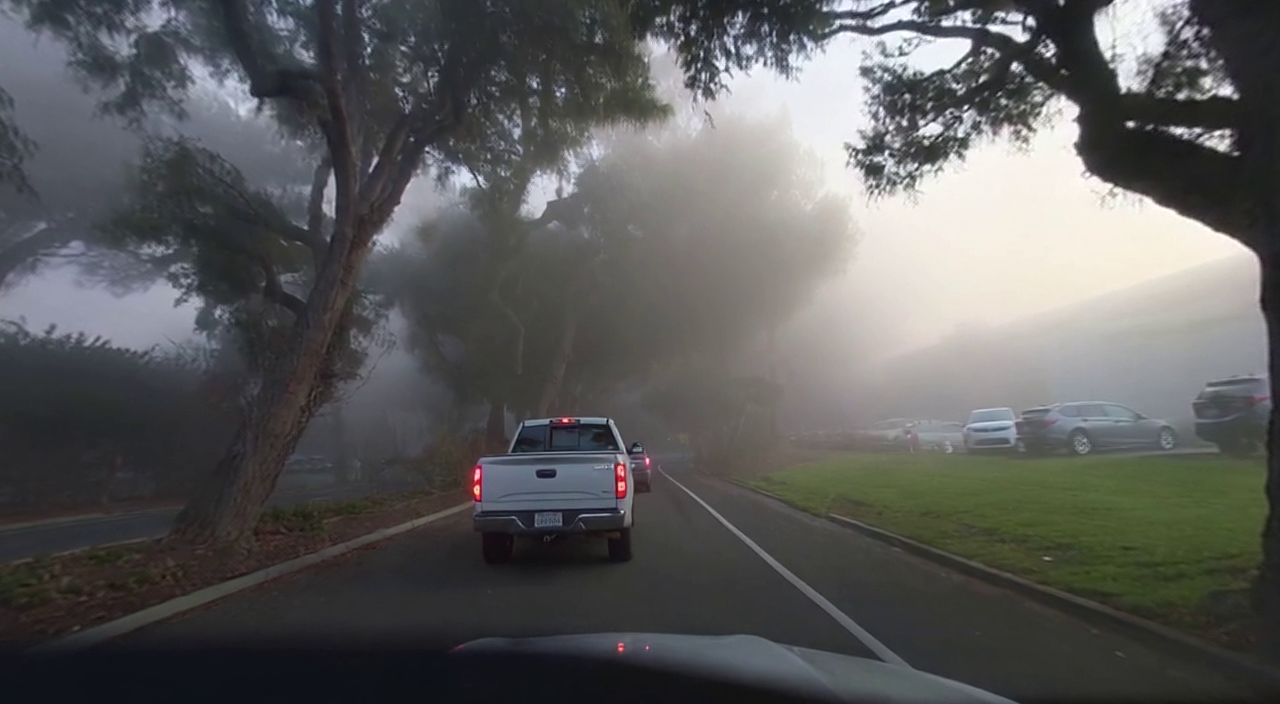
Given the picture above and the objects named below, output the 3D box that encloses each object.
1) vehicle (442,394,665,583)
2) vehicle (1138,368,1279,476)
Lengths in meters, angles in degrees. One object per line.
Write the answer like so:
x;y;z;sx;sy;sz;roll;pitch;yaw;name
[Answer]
-0.783;1.695;8.719;2.157;1.816;5.039;0;-8;1;vehicle
12.738;1.370;12.180;4.368;1.901;2.112;0;-8;2;vehicle
